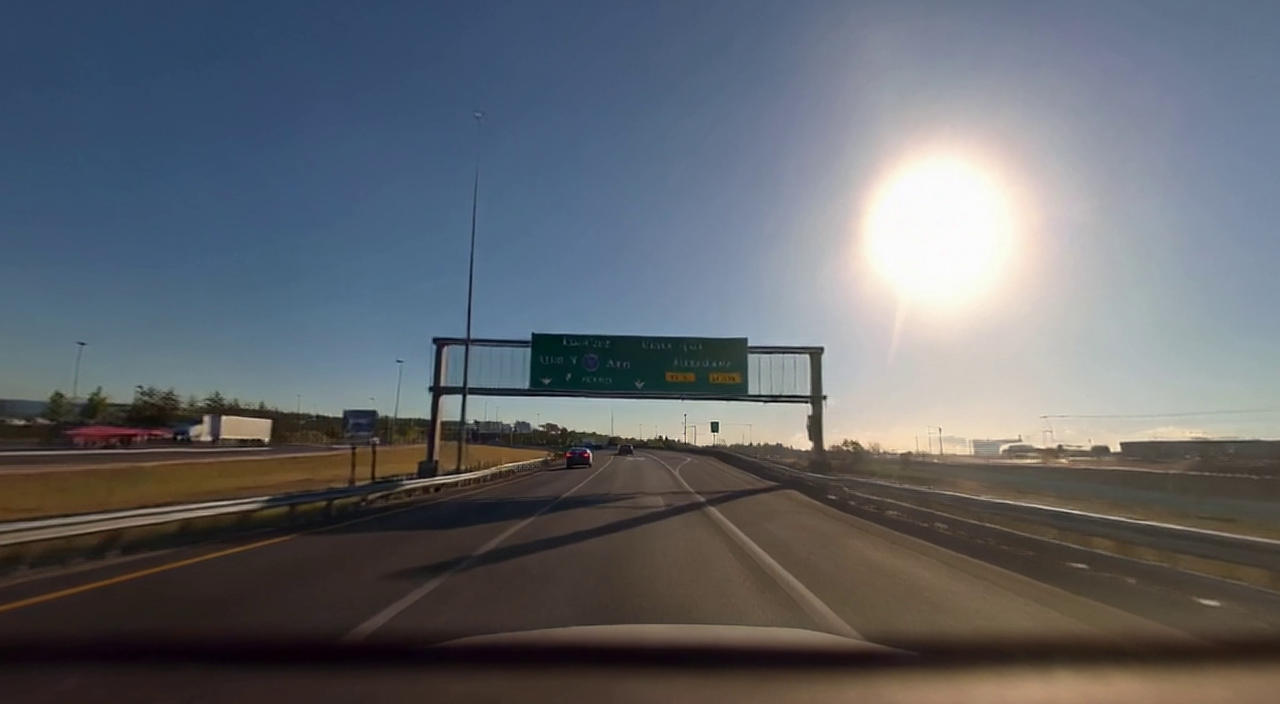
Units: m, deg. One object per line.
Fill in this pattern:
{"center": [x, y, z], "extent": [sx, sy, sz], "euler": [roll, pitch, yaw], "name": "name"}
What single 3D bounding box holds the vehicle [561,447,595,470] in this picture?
{"center": [-4.556, 7.922, 46.944], "extent": [2.234, 1.588, 4.484], "euler": [1, -8, -2], "name": "vehicle"}
